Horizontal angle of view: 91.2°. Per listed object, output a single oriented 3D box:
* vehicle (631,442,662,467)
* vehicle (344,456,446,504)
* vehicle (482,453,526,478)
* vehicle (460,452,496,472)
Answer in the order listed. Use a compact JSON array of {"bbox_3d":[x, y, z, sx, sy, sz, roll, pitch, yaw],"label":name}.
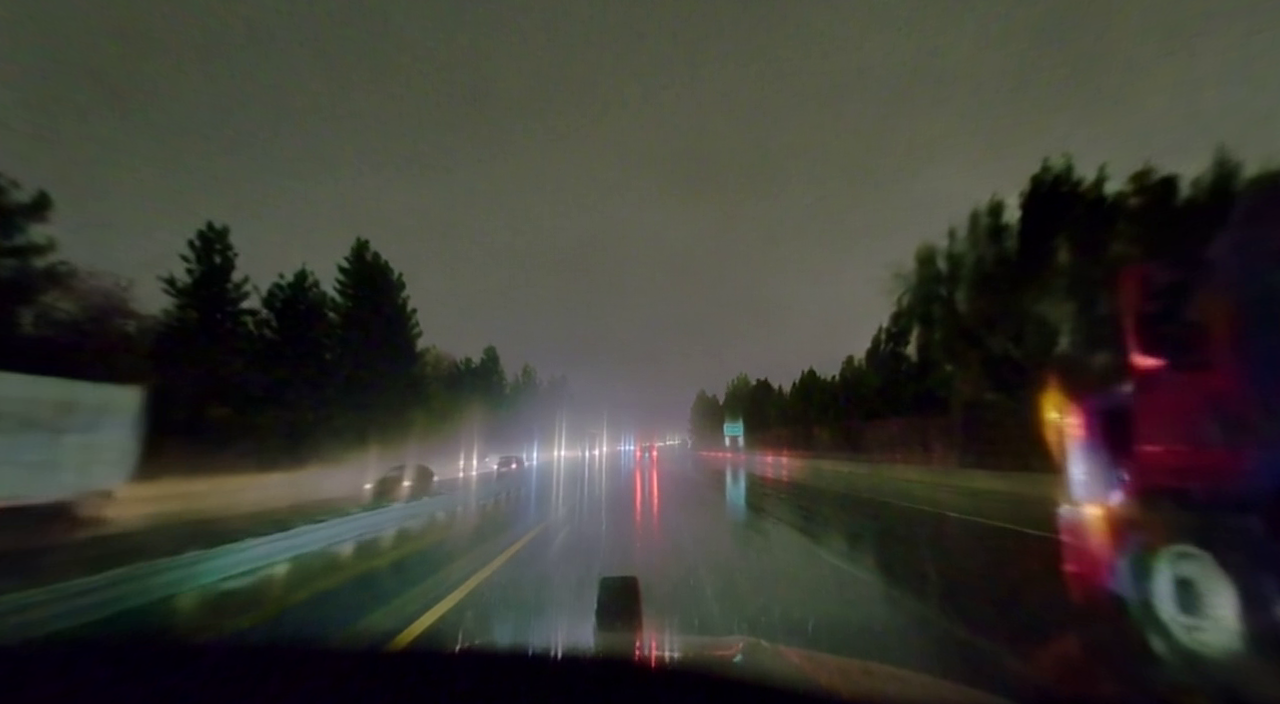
[{"bbox_3d":[0.432,7.159,43.847,2.098,1.692,4.038,0,-9,0],"label":"vehicle"},{"bbox_3d":[-8.608,4.502,22.457,1.911,1.493,4.149,-1,-9,1],"label":"vehicle"},{"bbox_3d":[-8.674,7.236,40.252,1.919,1.491,3.932,-1,-9,1],"label":"vehicle"},{"bbox_3d":[-12.780,8.665,49.649,1.759,1.494,3.752,-1,-9,1],"label":"vehicle"}]
